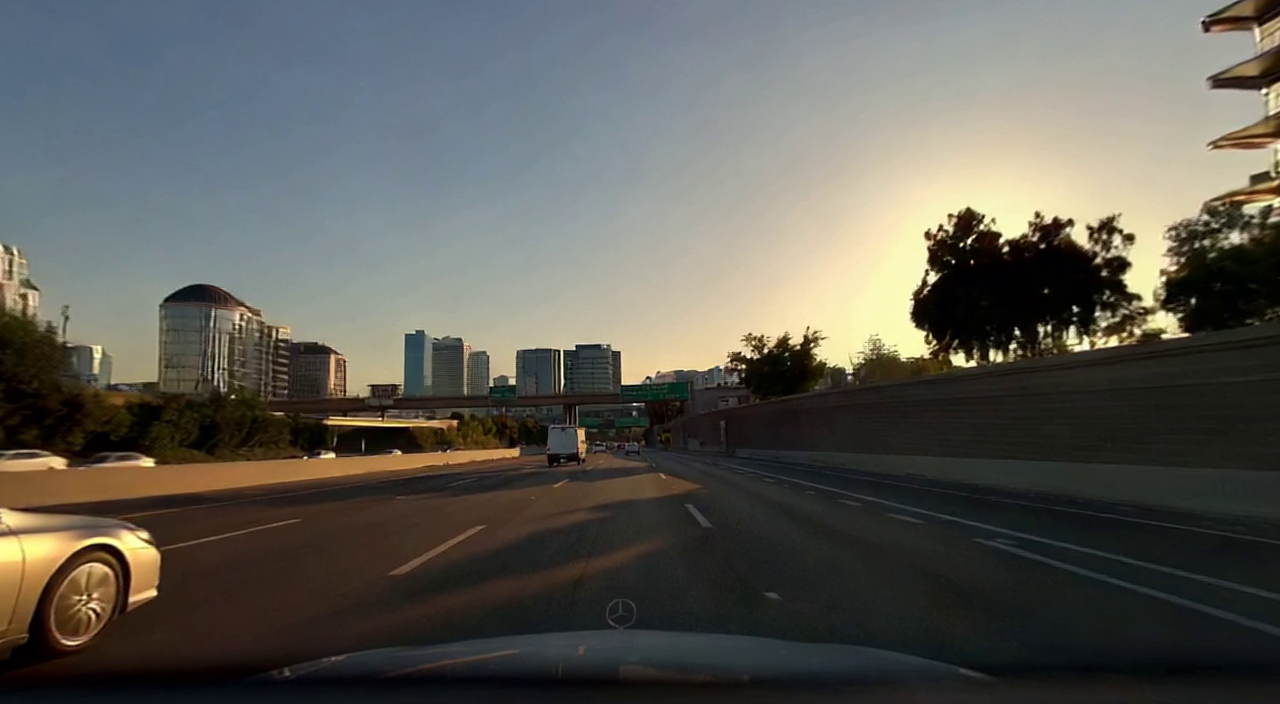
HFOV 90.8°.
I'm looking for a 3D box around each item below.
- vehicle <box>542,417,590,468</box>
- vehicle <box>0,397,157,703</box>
[{"bbox_3d":[-4.636,5.819,40.495,2.364,2.953,6.732,0,-8,-1],"label":"vehicle"},{"bbox_3d":[-4.112,0.801,1.692,2.025,1.556,4.594,0,-8,-1],"label":"vehicle"}]
